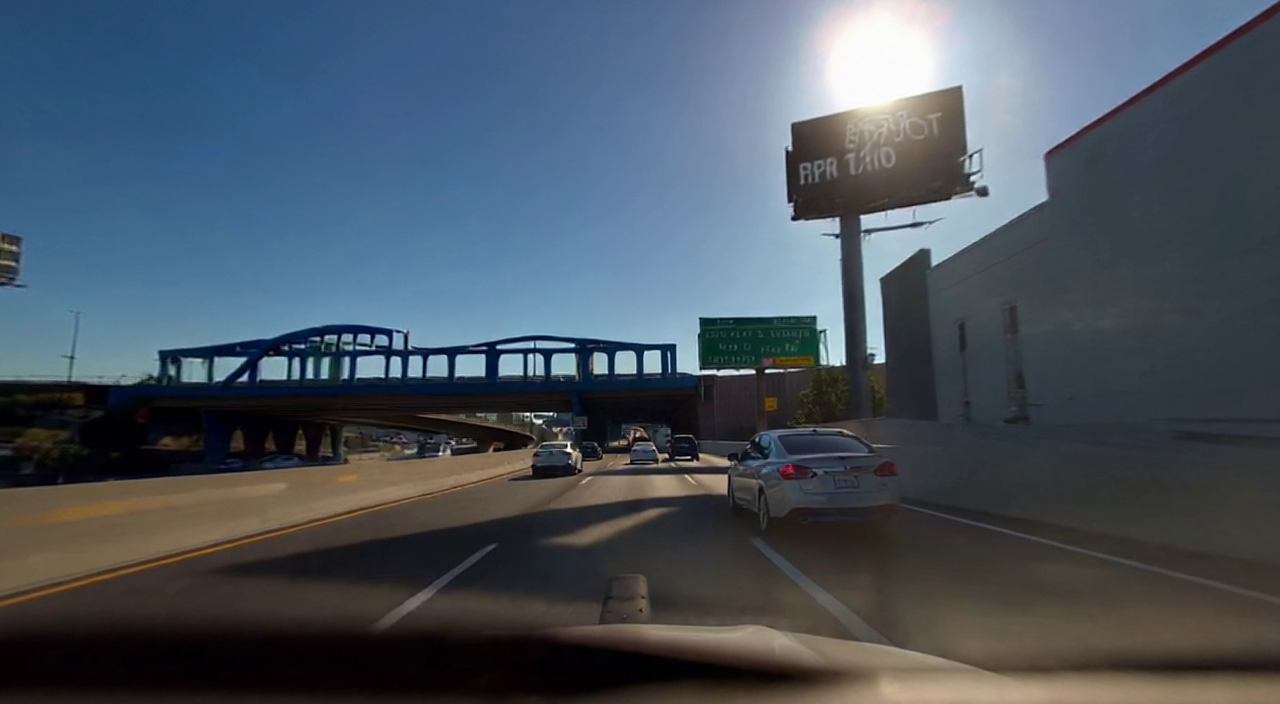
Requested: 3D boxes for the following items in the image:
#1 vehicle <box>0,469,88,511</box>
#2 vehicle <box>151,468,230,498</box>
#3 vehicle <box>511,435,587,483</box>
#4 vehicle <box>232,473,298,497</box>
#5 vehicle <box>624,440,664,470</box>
[{"bbox_3d":[-35.458,7.802,35.860,2.649,1.971,5.971,0,-8,1],"label":"vehicle"},{"bbox_3d":[-31.592,9.221,44.527,2.002,1.782,4.776,0,-8,1],"label":"vehicle"},{"bbox_3d":[-3.249,3.923,23.392,2.064,1.589,4.213,0,-8,2],"label":"vehicle"},{"bbox_3d":[-28.252,9.995,47.678,2.125,1.513,4.588,0,-8,1],"label":"vehicle"},{"bbox_3d":[0.187,5.063,31.126,1.877,1.386,3.872,0,-8,0],"label":"vehicle"}]
